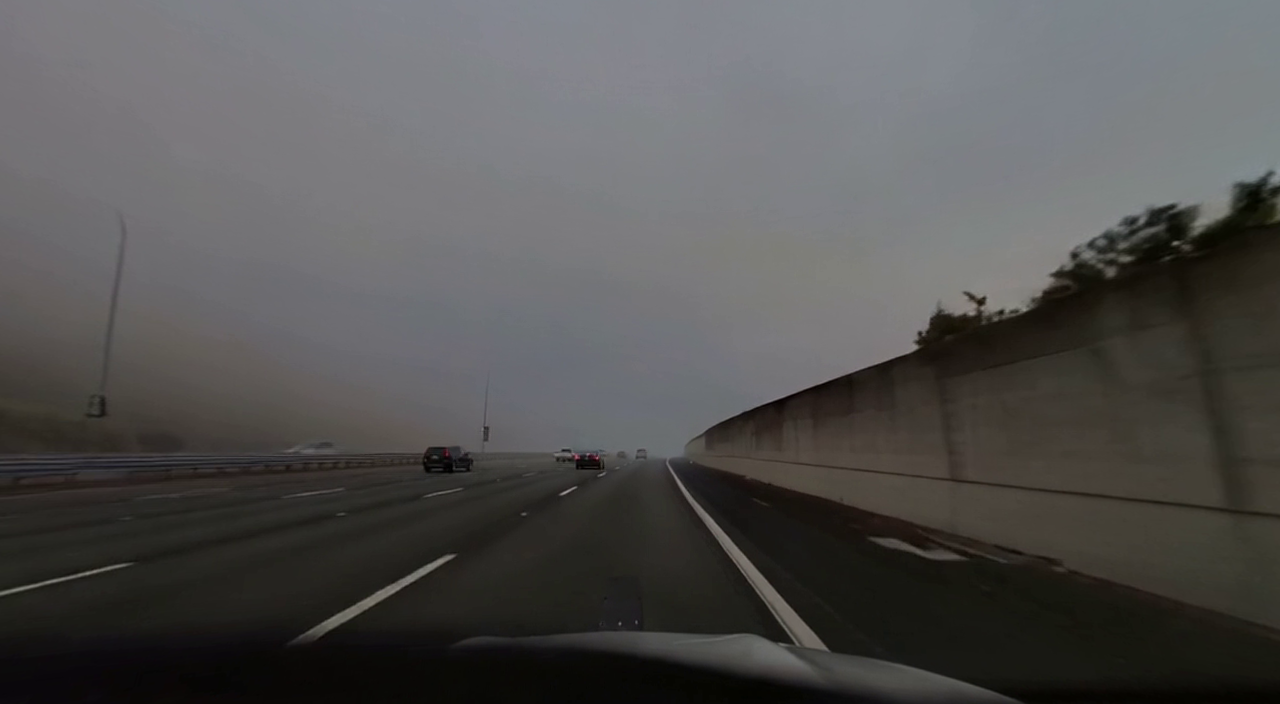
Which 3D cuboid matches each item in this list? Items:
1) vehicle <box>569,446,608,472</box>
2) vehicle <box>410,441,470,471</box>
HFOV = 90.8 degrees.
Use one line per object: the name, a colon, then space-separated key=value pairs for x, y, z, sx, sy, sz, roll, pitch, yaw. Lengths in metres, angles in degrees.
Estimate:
vehicle: x=-3.146 y=6.622 z=39.155 sx=1.931 sy=1.492 sz=4.076 roll=0 pitch=-9 yaw=2
vehicle: x=-12.659 y=6.595 z=40.312 sx=2.076 sy=1.766 sz=4.831 roll=0 pitch=-9 yaw=2
